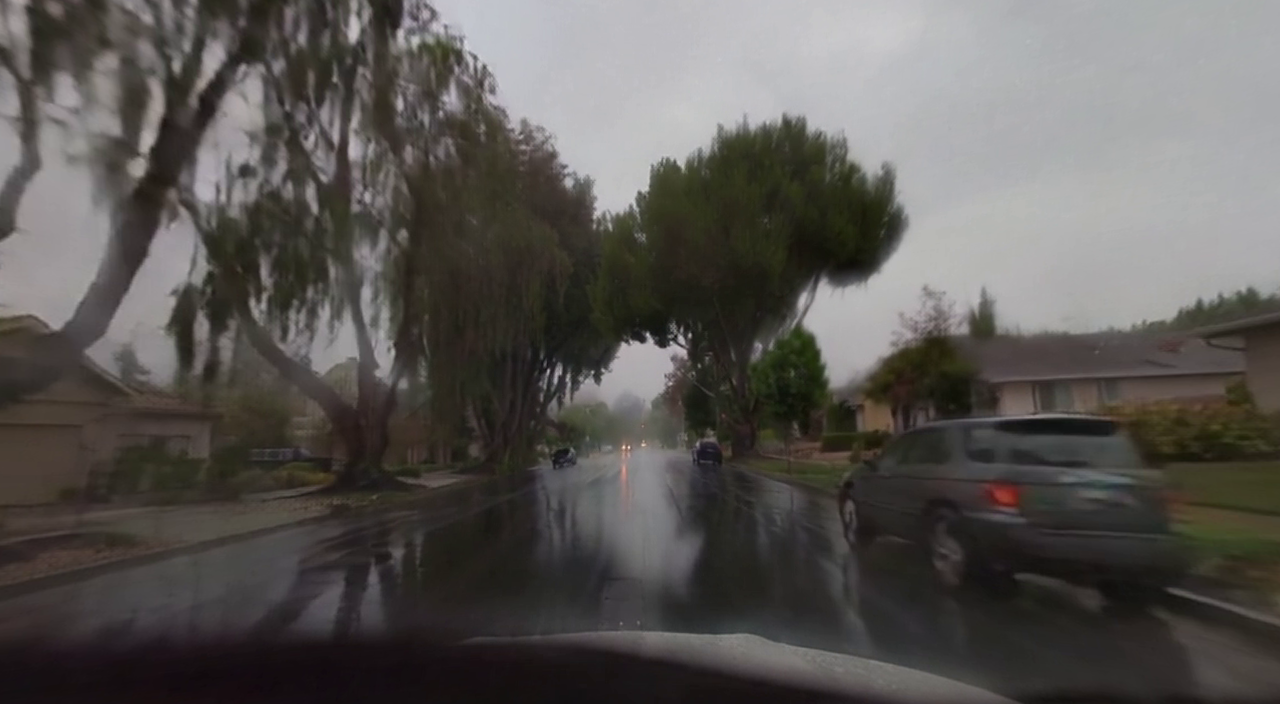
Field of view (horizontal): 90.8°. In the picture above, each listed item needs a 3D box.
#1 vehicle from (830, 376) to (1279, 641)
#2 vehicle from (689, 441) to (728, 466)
[{"bbox_3d":[3.653,1.354,6.445,2.055,1.738,4.448,0,-8,1],"label":"vehicle"},{"bbox_3d":[4.413,6.577,41.137,2.013,1.473,4.329,0,-8,0],"label":"vehicle"}]
